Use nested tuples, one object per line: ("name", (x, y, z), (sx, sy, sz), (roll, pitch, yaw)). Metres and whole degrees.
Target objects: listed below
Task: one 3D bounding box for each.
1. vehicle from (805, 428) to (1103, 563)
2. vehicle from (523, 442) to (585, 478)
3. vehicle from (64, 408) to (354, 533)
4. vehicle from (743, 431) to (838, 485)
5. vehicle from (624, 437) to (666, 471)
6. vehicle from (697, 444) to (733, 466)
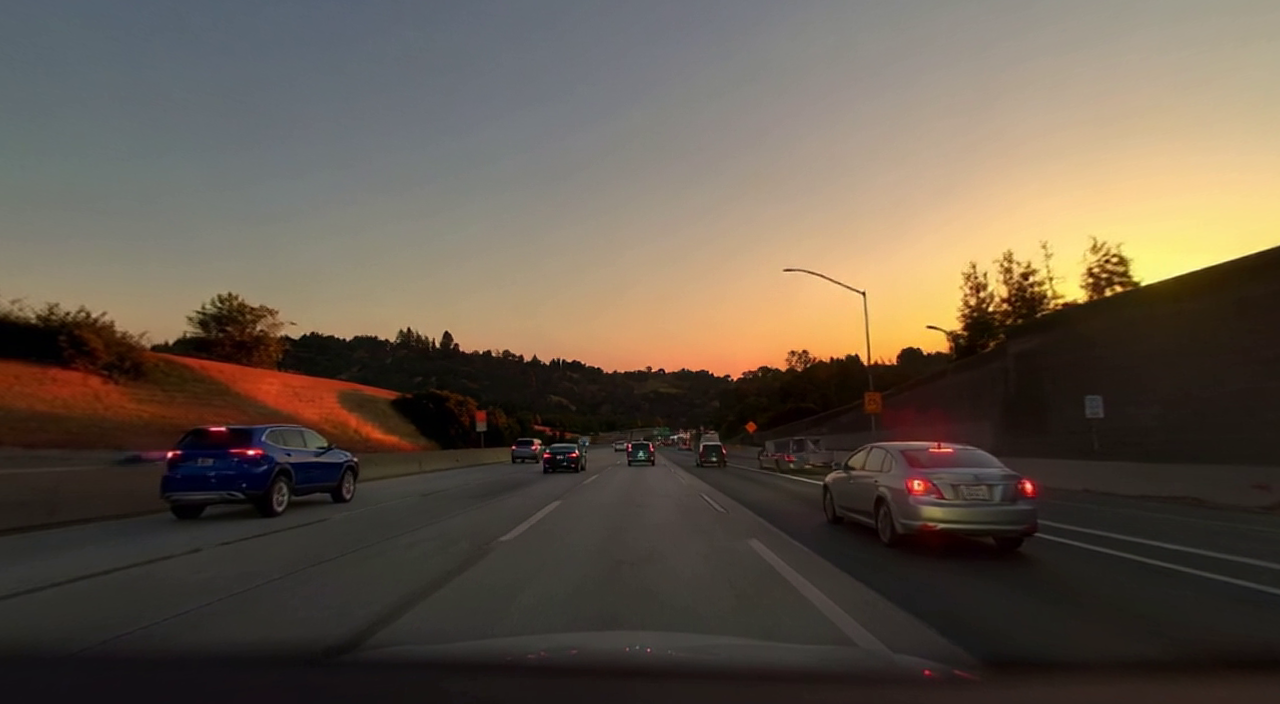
("vehicle", (4.165, 1.977, 9.460), (2.141, 1.507, 4.510), (0, -9, 0))
("vehicle", (-3.726, 4.756, 27.978), (2.071, 1.478, 4.130), (0, -9, 1))
("vehicle", (-7.490, 2.121, 11.748), (2.142, 1.849, 4.566), (0, -9, 0))
("vehicle", (5.287, 3.800, 22.838), (2.335, 1.759, 4.297), (0, -9, 0))
("vehicle", (0.245, 5.546, 34.393), (2.158, 1.706, 4.219), (0, -9, 0))
("vehicle", (5.205, 7.230, 44.237), (1.944, 1.465, 4.245), (0, -9, -1))
